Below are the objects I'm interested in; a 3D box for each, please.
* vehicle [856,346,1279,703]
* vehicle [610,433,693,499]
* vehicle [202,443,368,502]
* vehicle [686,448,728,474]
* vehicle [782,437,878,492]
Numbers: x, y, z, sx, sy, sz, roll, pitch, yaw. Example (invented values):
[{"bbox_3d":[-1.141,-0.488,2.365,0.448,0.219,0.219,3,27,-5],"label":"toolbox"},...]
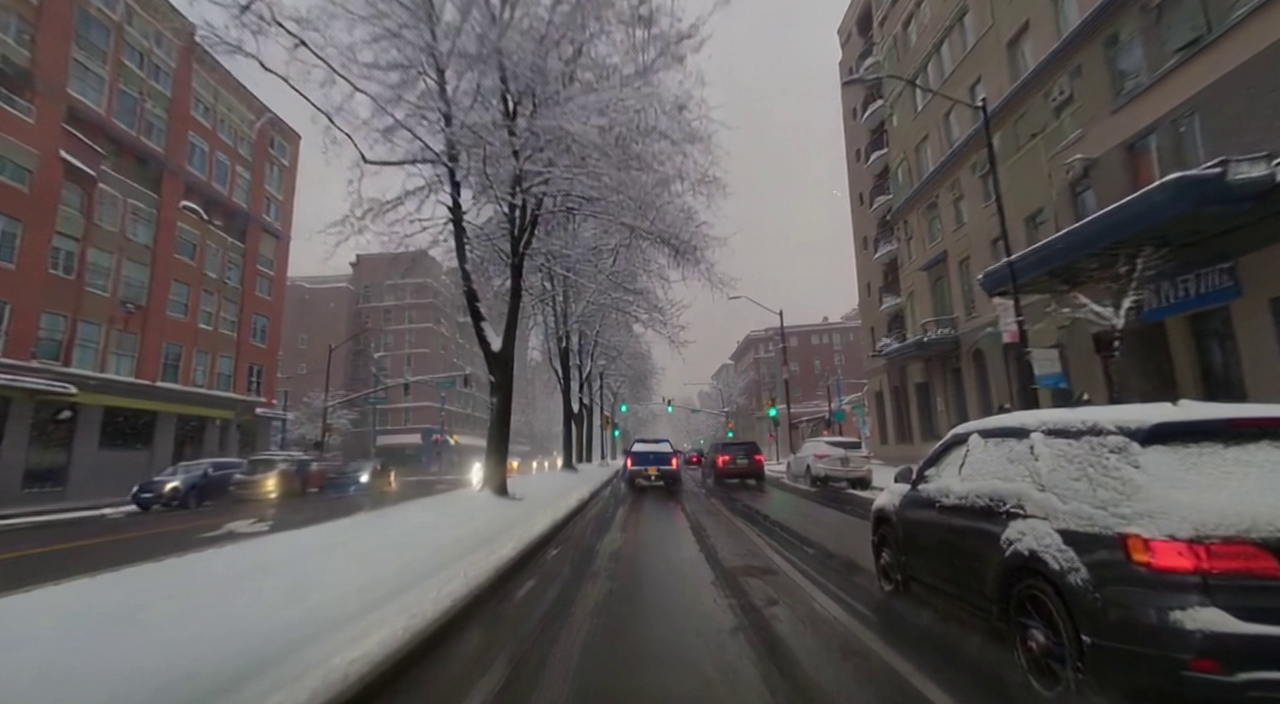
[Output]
[{"bbox_3d":[3.168,1.149,4.328,1.939,1.746,4.091,0,-9,1],"label":"vehicle"},{"bbox_3d":[0.324,3.394,19.114,2.209,1.748,4.130,0,-9,0],"label":"vehicle"},{"bbox_3d":[-13.886,4.731,25.412,2.640,2.054,6.504,-1,-9,3],"label":"vehicle"},{"bbox_3d":[3.891,6.427,37.412,2.045,1.465,4.355,0,-9,0],"label":"vehicle"},{"bbox_3d":[6.709,4.028,22.888,2.066,1.790,4.663,0,-9,1],"label":"vehicle"}]
